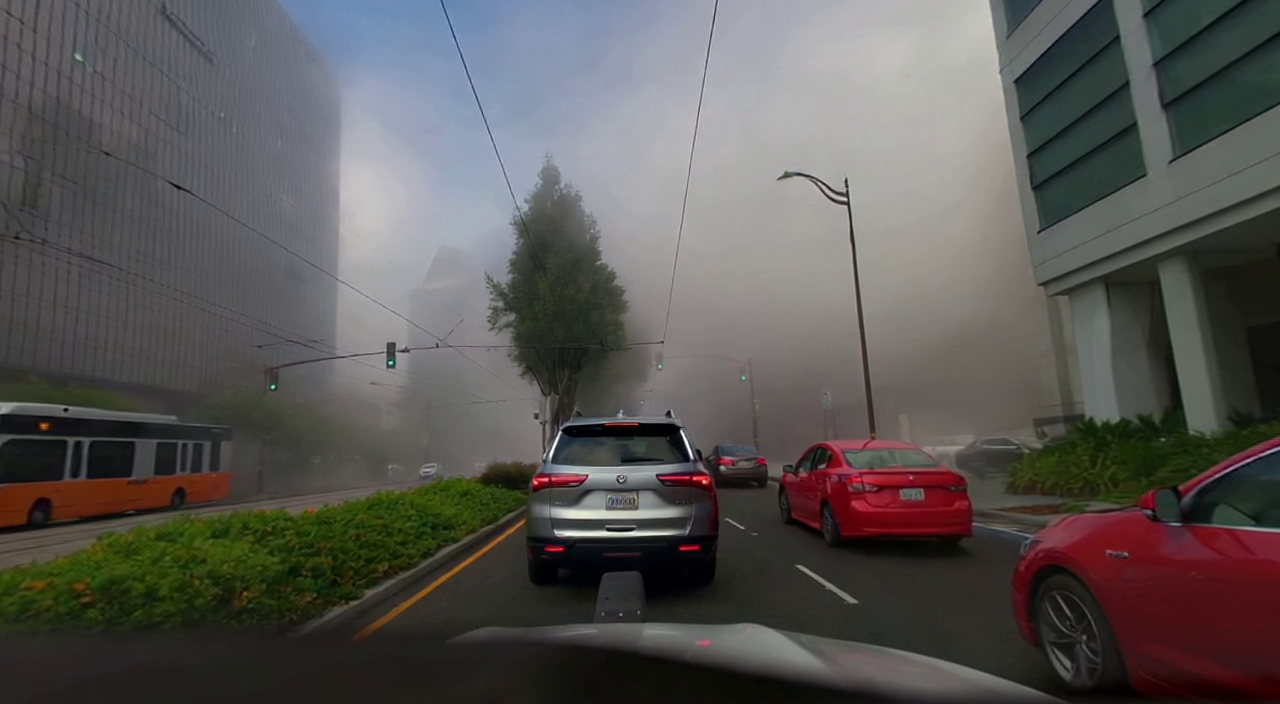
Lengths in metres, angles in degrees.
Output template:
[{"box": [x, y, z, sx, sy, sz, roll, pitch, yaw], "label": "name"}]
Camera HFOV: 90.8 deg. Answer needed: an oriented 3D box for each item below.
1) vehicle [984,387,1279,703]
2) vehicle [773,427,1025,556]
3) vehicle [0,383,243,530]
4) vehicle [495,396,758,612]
[{"box": [3.138, 0.794, 1.638, 1.993, 1.480, 4.324, 0, -8, -1], "label": "vehicle"}, {"box": [3.667, 2.044, 10.006, 2.128, 1.582, 4.188, 0, -8, -1], "label": "vehicle"}, {"box": [-19.729, 4.077, 23.086, 3.393, 4.045, 11.306, -6, -11, -1], "label": "vehicle"}, {"box": [-0.190, 1.573, 7.465, 2.178, 1.779, 4.255, 0, -8, -2], "label": "vehicle"}]
